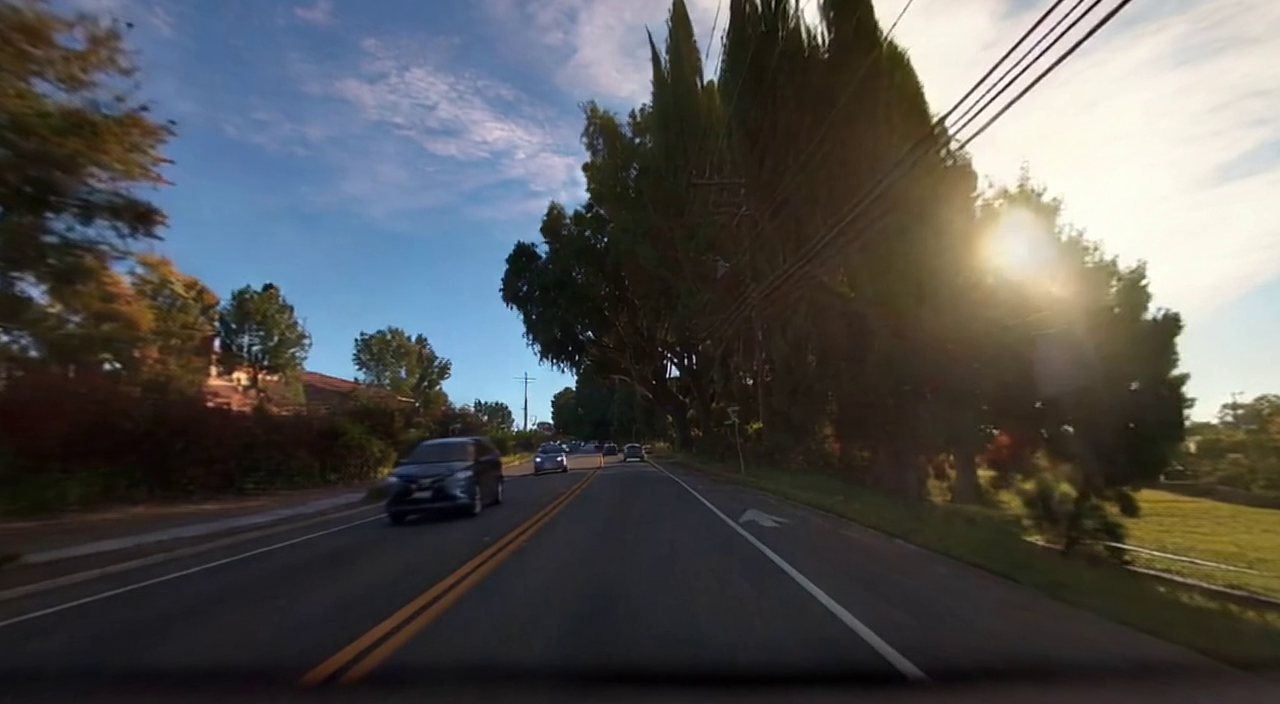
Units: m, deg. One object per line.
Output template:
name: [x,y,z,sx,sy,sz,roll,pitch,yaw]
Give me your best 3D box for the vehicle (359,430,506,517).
vehicle: [-4.621,2.756,14.880,2.114,1.712,4.340,0,-8,-2]
